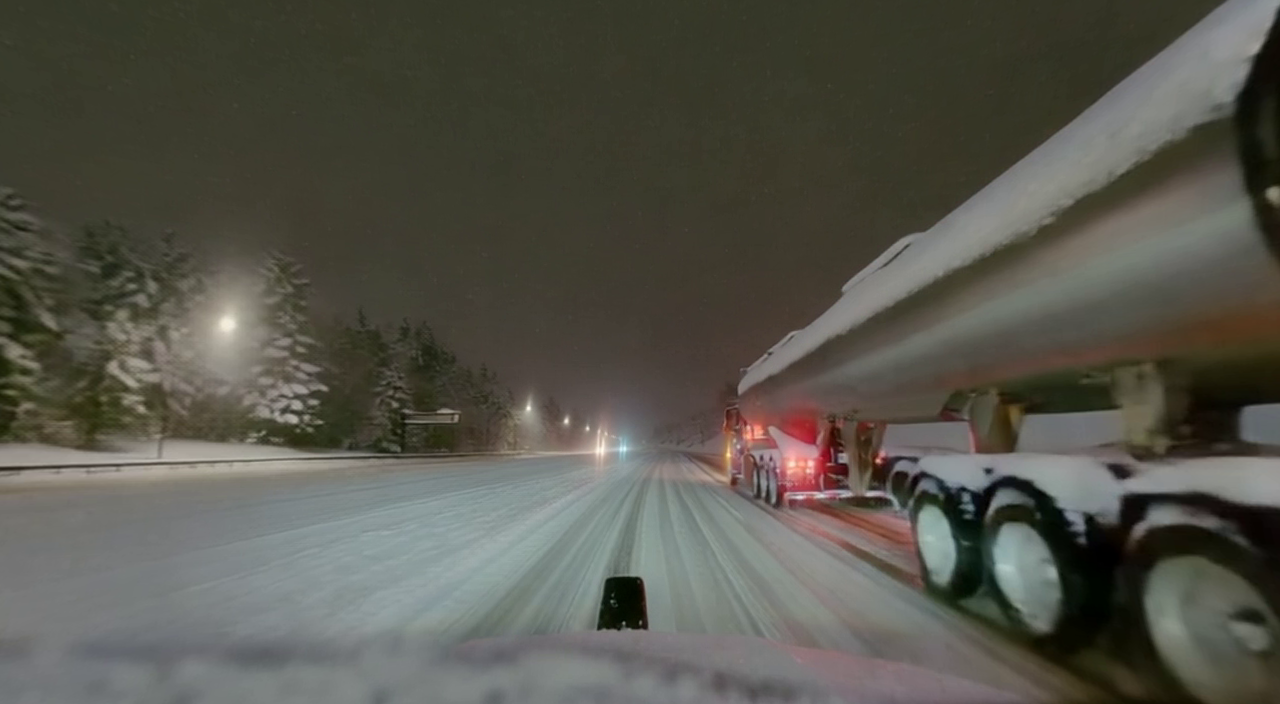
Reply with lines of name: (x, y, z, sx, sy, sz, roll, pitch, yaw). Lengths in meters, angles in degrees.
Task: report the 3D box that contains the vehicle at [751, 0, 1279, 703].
vehicle: (4.145, 0.890, 8.237, 2.880, 3.624, 14.397, -1, -8, 0)
